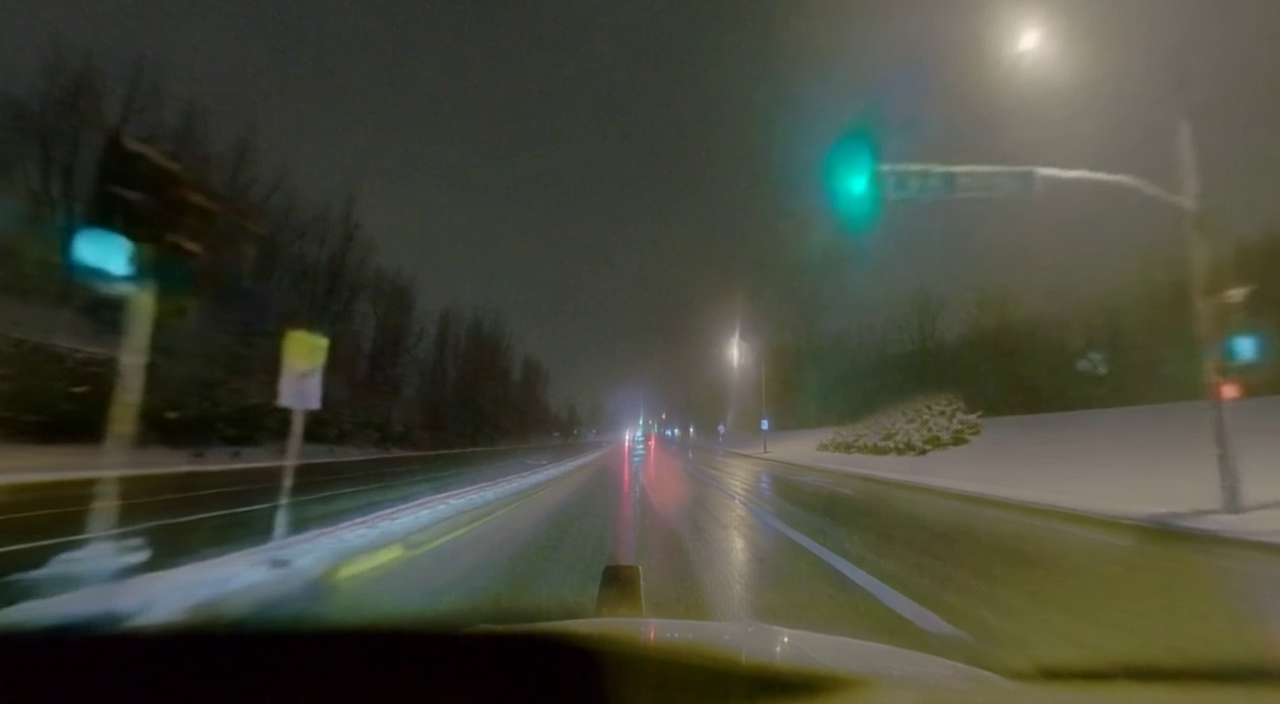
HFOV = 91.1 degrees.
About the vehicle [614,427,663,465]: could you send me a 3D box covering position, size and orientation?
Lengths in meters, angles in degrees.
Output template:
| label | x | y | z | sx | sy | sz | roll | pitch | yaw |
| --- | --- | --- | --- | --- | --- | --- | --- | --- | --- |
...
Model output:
| label | x | y | z | sx | sy | sz | roll | pitch | yaw |
| --- | --- | --- | --- | --- | --- | --- | --- | --- | --- |
| vehicle | -0.066 | 4.676 | 31.111 | 2.256 | 1.734 | 4.176 | 0 | -9 | 0 |
